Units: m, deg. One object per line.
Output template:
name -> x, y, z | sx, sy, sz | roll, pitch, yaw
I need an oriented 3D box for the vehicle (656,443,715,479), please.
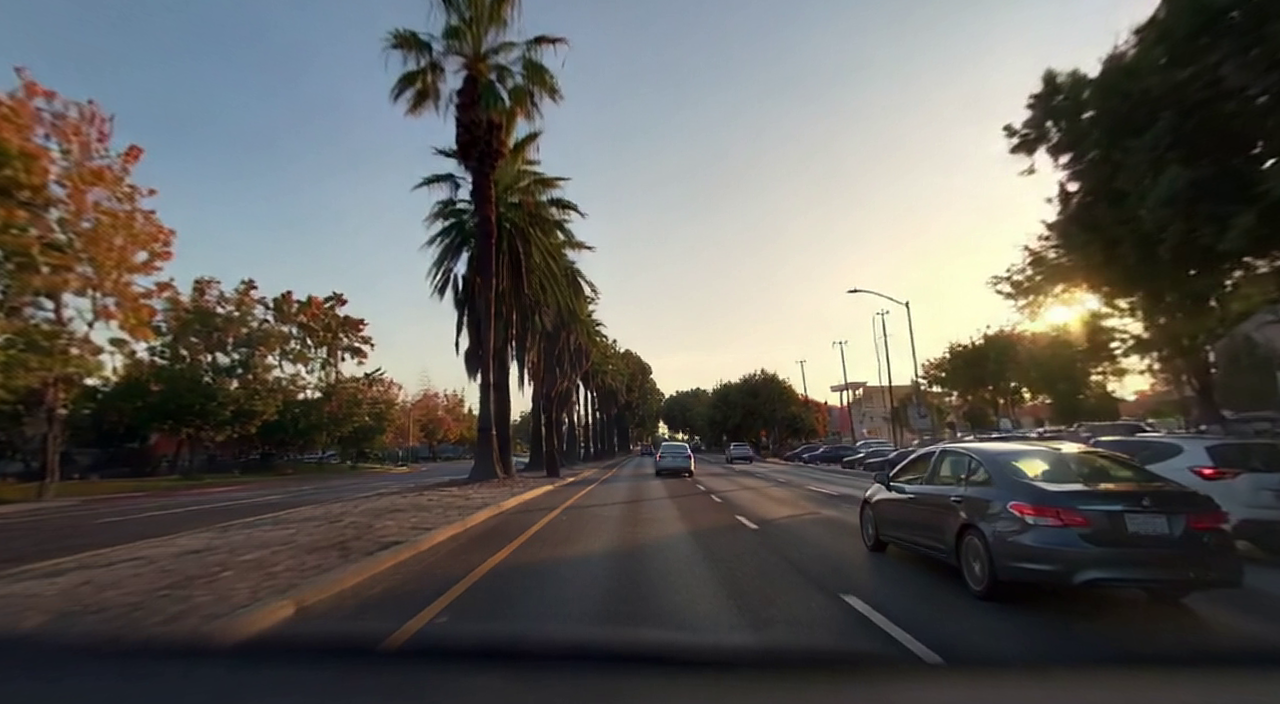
vehicle -> 1.916, 4.745, 27.942 | 2.031, 1.444, 4.361 | 1, -8, -3

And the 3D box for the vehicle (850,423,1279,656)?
vehicle -> 3.811, 1.513, 6.279 | 1.875, 1.452, 4.453 | 0, -8, -1
